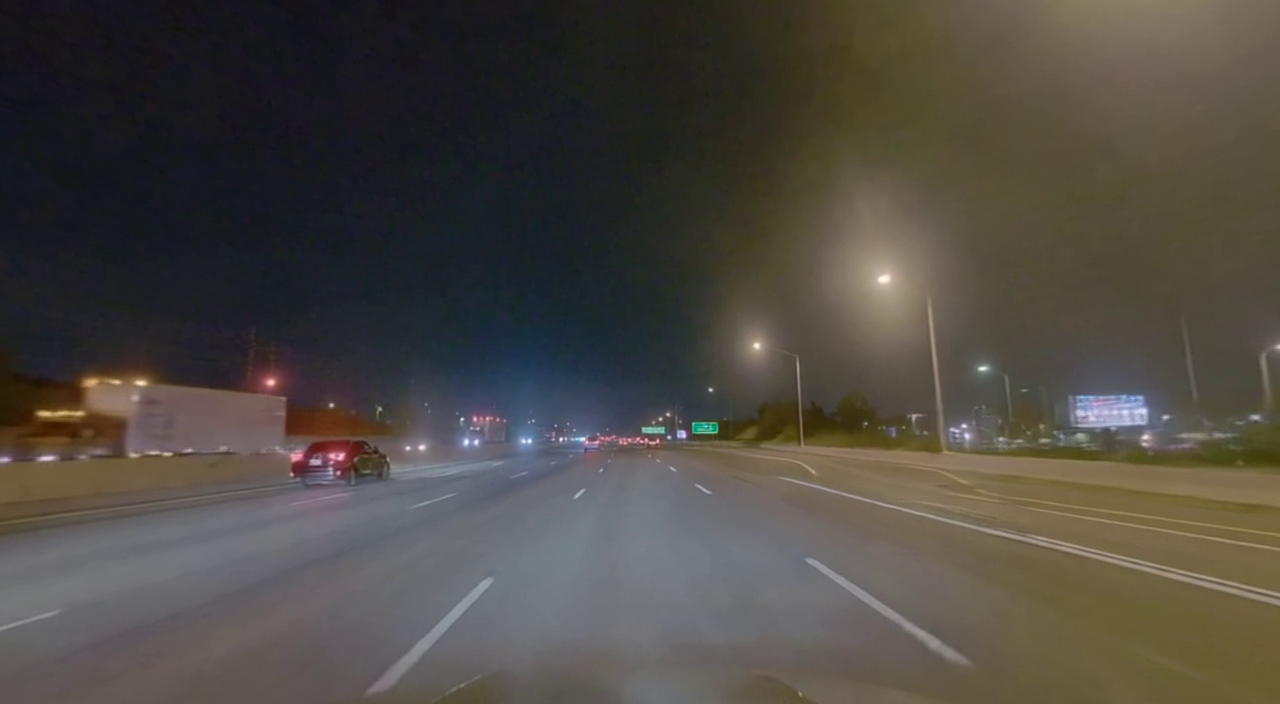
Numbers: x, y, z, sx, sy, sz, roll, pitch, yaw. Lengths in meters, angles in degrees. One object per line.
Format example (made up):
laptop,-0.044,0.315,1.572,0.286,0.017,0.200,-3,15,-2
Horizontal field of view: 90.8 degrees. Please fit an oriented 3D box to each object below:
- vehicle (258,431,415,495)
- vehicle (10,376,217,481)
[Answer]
vehicle,-8.050,2.991,17.337,2.060,1.507,4.494,0,-8,0
vehicle,-22.381,3.402,27.558,3.014,3.972,6.801,0,-8,-1
